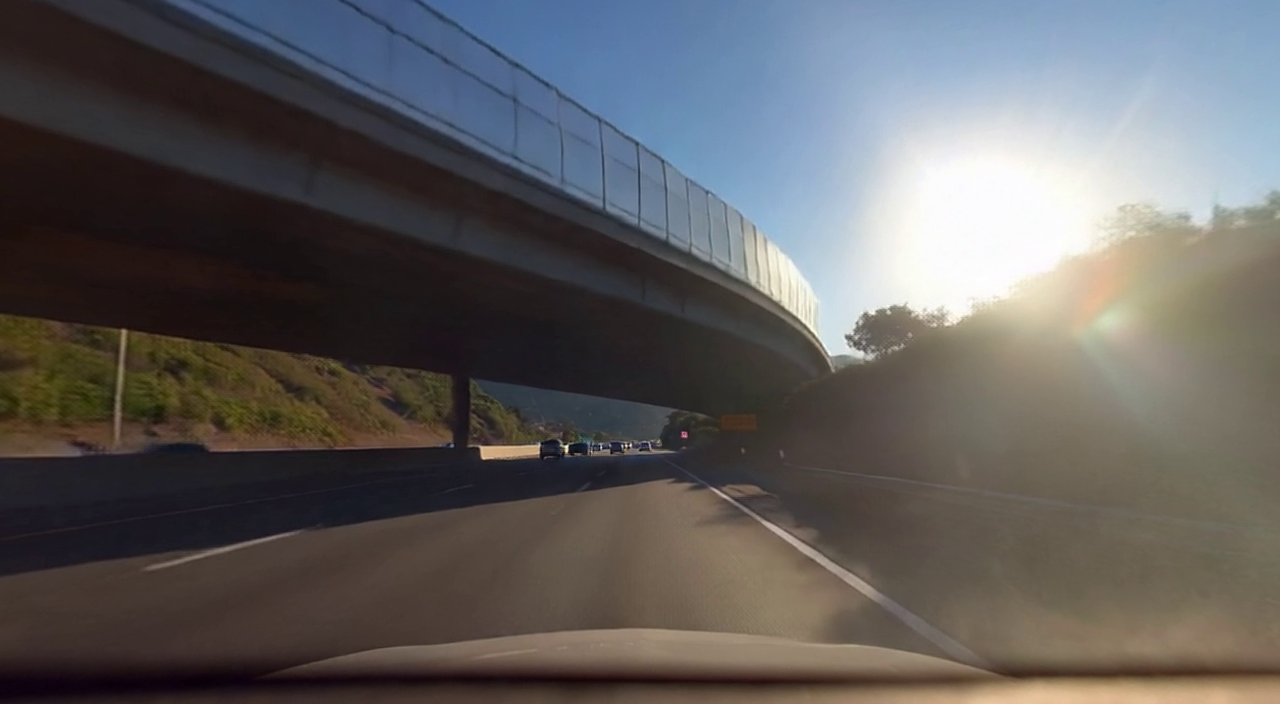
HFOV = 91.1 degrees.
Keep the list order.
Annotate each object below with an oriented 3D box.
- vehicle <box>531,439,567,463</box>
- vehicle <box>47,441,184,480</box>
[{"bbox_3d":[-6.766,7.376,46.860,1.972,1.660,4.254,0,-8,1],"label":"vehicle"},{"bbox_3d":[-21.873,4.512,26.468,1.827,1.504,4.494,0,-8,1],"label":"vehicle"}]
